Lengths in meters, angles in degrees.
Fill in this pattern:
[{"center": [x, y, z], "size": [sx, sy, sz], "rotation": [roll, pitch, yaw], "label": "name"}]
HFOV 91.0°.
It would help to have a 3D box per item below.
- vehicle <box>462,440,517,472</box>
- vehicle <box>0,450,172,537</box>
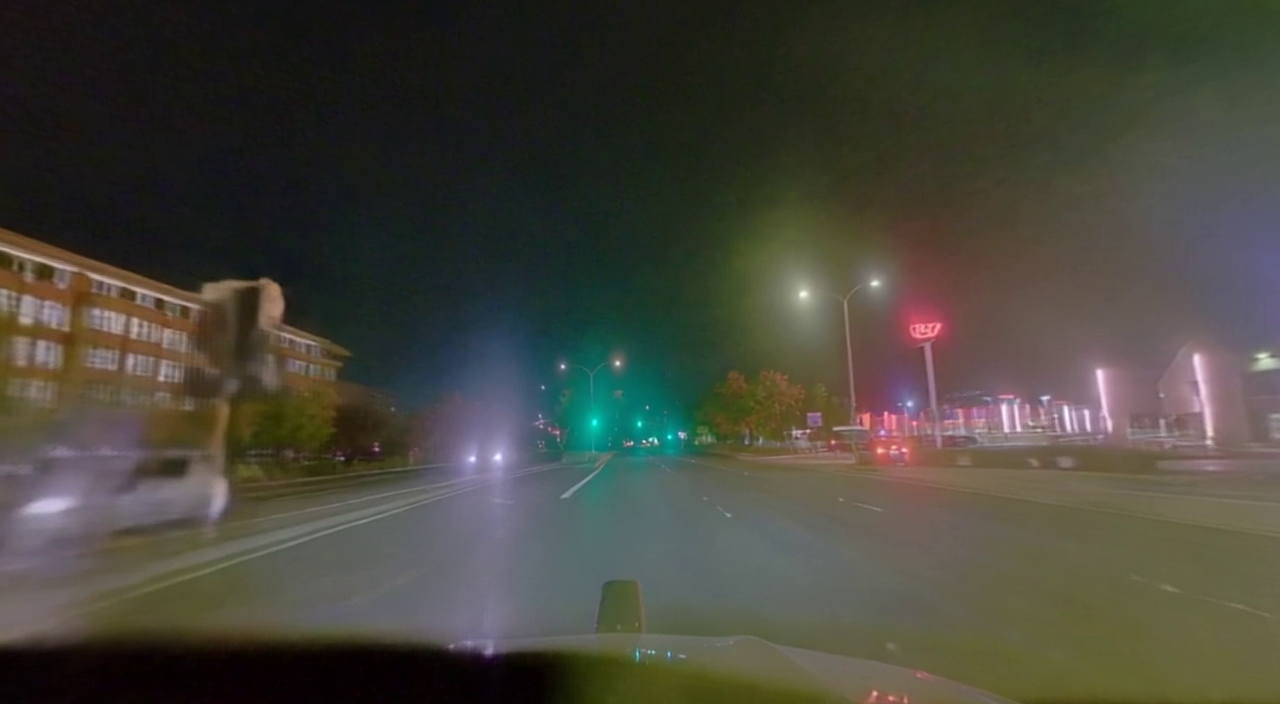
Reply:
[{"center": [-8.527, 5.900, 36.071], "size": [2.046, 1.700, 4.439], "rotation": [0, -8, 1], "label": "vehicle"}, {"center": [-12.178, 2.767, 12.863], "size": [1.921, 1.490, 4.242], "rotation": [0, -9, 0], "label": "vehicle"}]
